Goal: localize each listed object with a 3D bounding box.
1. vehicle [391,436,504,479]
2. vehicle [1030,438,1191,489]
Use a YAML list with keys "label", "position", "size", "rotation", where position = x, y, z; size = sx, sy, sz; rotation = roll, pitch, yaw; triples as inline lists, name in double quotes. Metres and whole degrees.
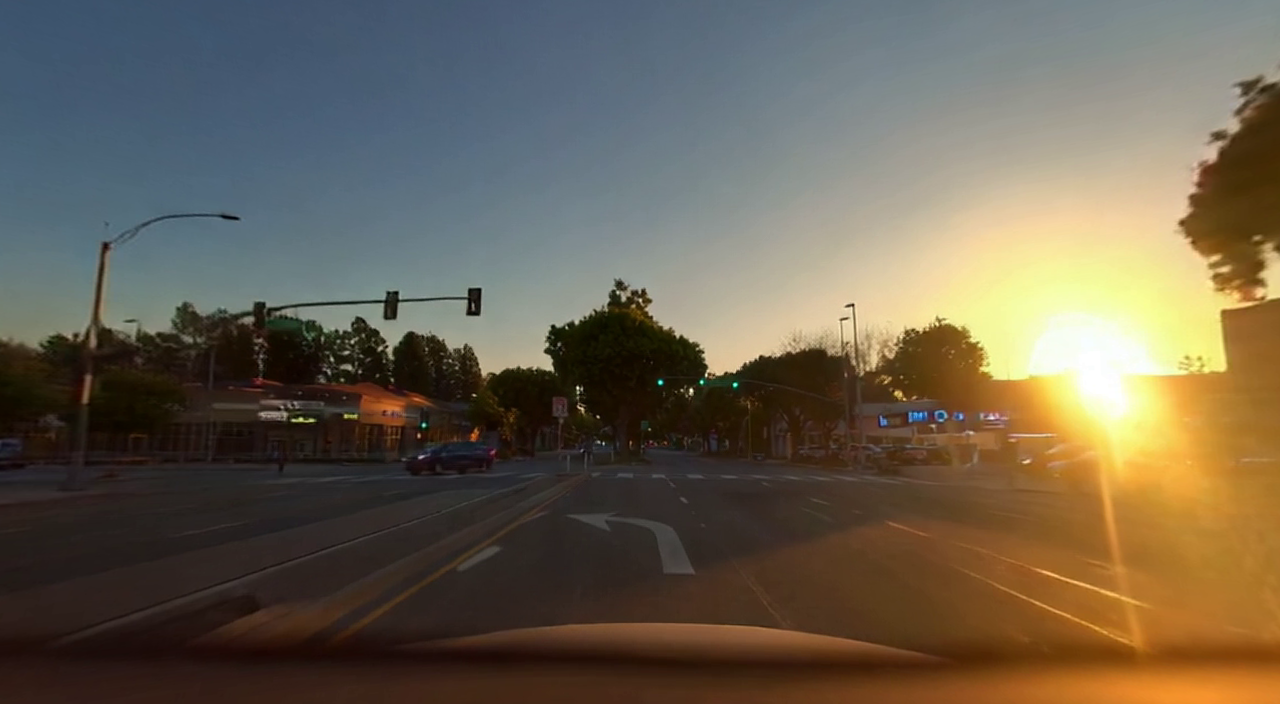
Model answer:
- label: "vehicle"
  position: [-8.388, 4.570, 27.529]
  size: [4.408, 1.728, 2.010]
  rotation: [4, -9, -24]
- label: "vehicle"
  position: [22.382, 5.290, 30.404]
  size: [2.195, 2.201, 5.616]
  rotation: [5, -10, -28]
